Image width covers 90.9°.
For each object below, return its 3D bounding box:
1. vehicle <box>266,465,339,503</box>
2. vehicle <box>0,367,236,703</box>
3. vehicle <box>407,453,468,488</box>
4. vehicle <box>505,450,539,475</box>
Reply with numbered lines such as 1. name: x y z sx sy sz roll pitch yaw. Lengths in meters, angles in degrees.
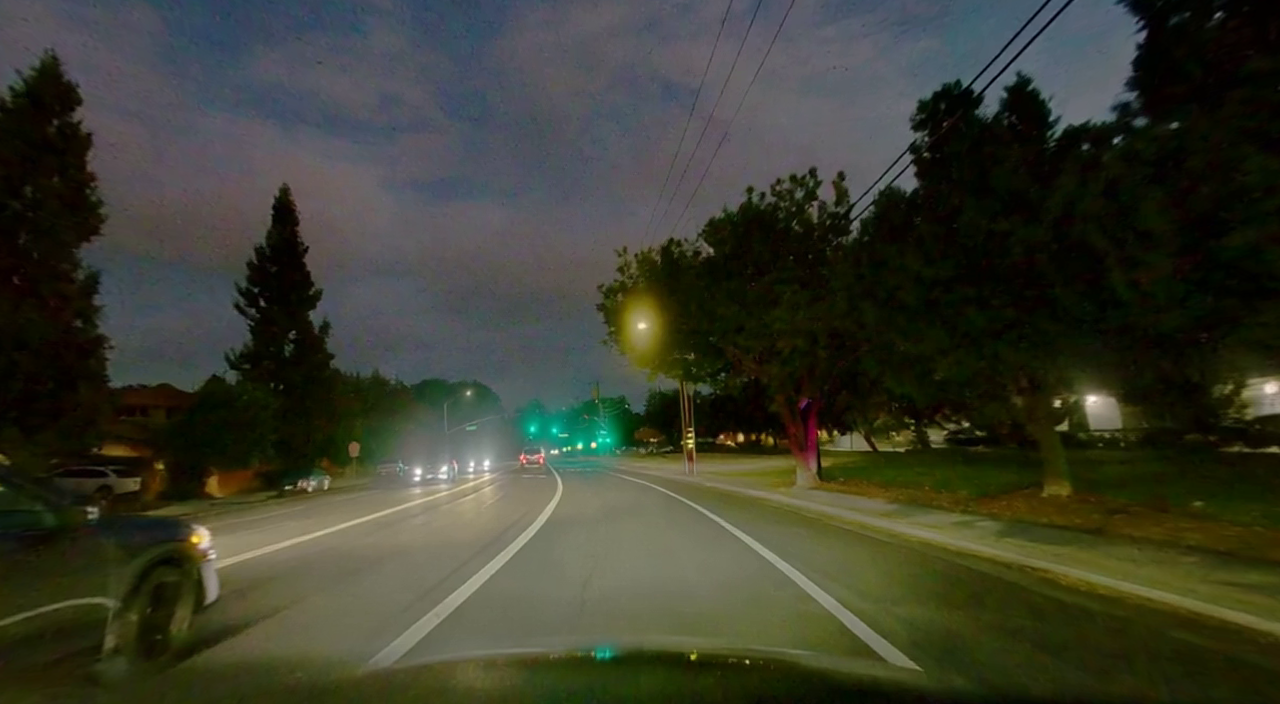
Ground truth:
1. vehicle: -17.022 6.618 31.992 1.845 1.428 4.597 -4 -7 -10
2. vehicle: -3.736 0.794 1.757 2.084 1.701 4.734 0 -8 -1
3. vehicle: -9.755 5.707 30.686 1.915 1.486 4.349 1 -9 -6
4. vehicle: -7.864 7.355 42.329 2.060 1.530 4.121 1 -9 -8
